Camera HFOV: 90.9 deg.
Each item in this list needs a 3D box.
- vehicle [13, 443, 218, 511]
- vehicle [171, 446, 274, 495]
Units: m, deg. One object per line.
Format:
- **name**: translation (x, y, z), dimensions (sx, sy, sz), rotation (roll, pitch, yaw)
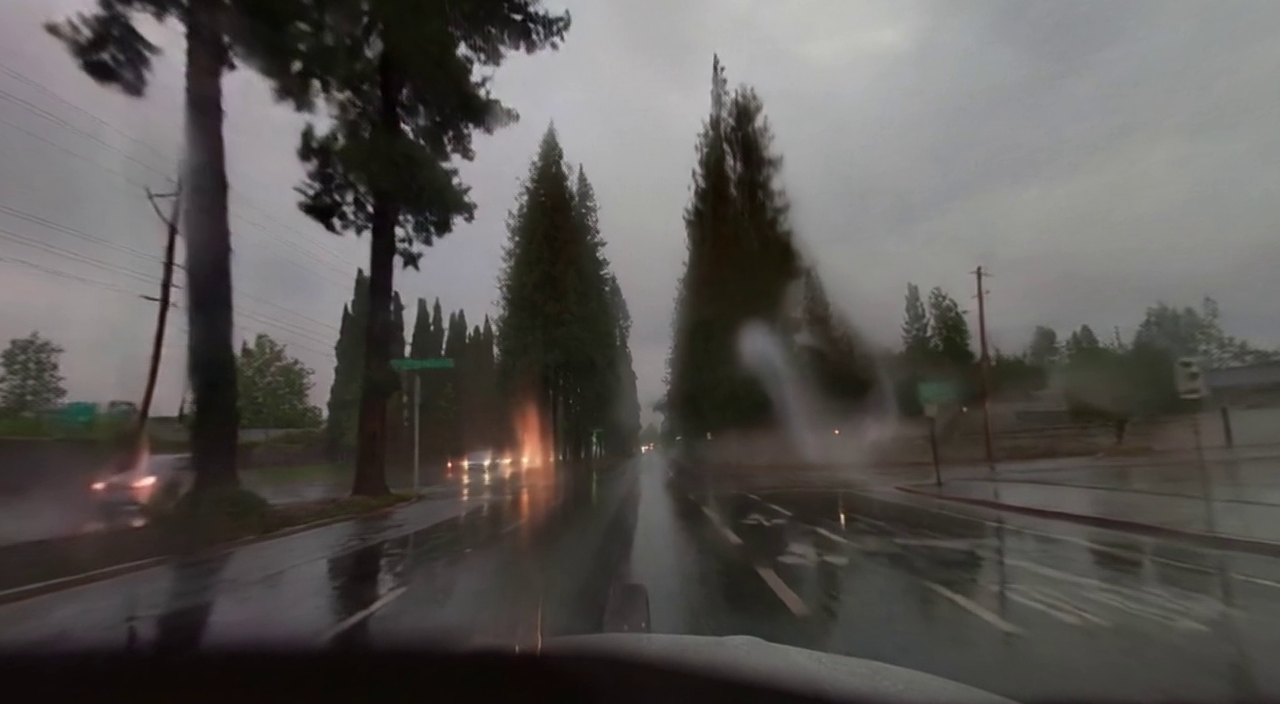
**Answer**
- **vehicle**: translation (-18.359, 4.336, 22.627), dimensions (2.279, 2.066, 5.821), rotation (-1, -8, 1)
- **vehicle**: translation (-18.285, 5.159, 27.830), dimensions (2.050, 1.962, 3.459), rotation (-1, -8, 2)
